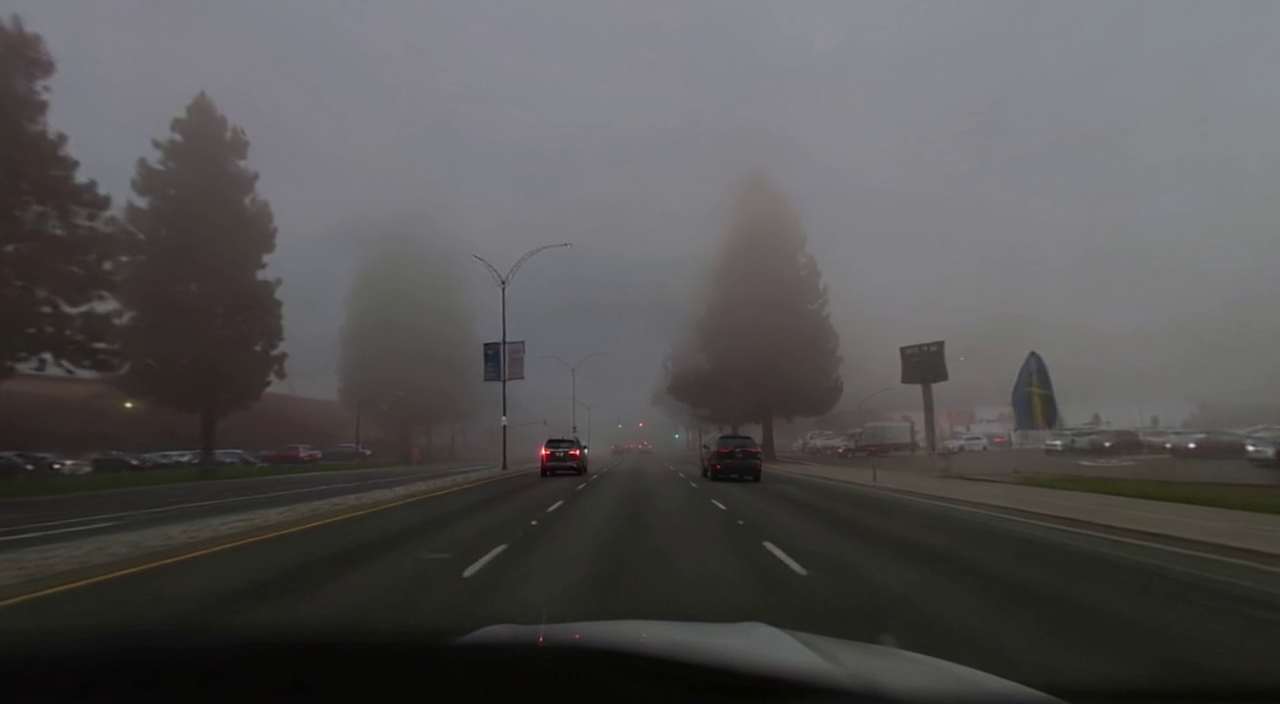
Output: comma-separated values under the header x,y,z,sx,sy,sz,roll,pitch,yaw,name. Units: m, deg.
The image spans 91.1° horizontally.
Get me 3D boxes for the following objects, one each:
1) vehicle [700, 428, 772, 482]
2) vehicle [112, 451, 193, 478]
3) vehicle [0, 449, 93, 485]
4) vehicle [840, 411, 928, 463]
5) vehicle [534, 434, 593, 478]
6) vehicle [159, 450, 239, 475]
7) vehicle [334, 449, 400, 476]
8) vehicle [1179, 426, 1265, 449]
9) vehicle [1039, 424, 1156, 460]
x,y,z,sx,sy,sz,roll,pitch,yaw,name
3.630,4.007,24.650,2.024,1.921,4.431,0,-8,-1,vehicle
-35.957,8.275,46.482,2.037,1.759,4.920,0,-8,0,vehicle
-33.544,6.249,34.403,2.099,1.792,5.422,0,-8,1,vehicle
16.261,5.855,42.488,2.919,3.125,7.218,2,-10,-1,vehicle
-3.263,4.523,27.627,2.014,1.775,4.404,0,-8,1,vehicle
-32.810,8.195,46.897,2.067,1.643,4.998,-1,-8,4,vehicle
-15.573,6.308,36.018,1.790,1.430,4.298,0,-8,1,vehicle
38.915,5.726,42.066,3.796,1.381,1.757,-3,-9,5,vehicle
29.282,5.798,40.332,5.686,2.220,2.112,0,-9,3,vehicle
